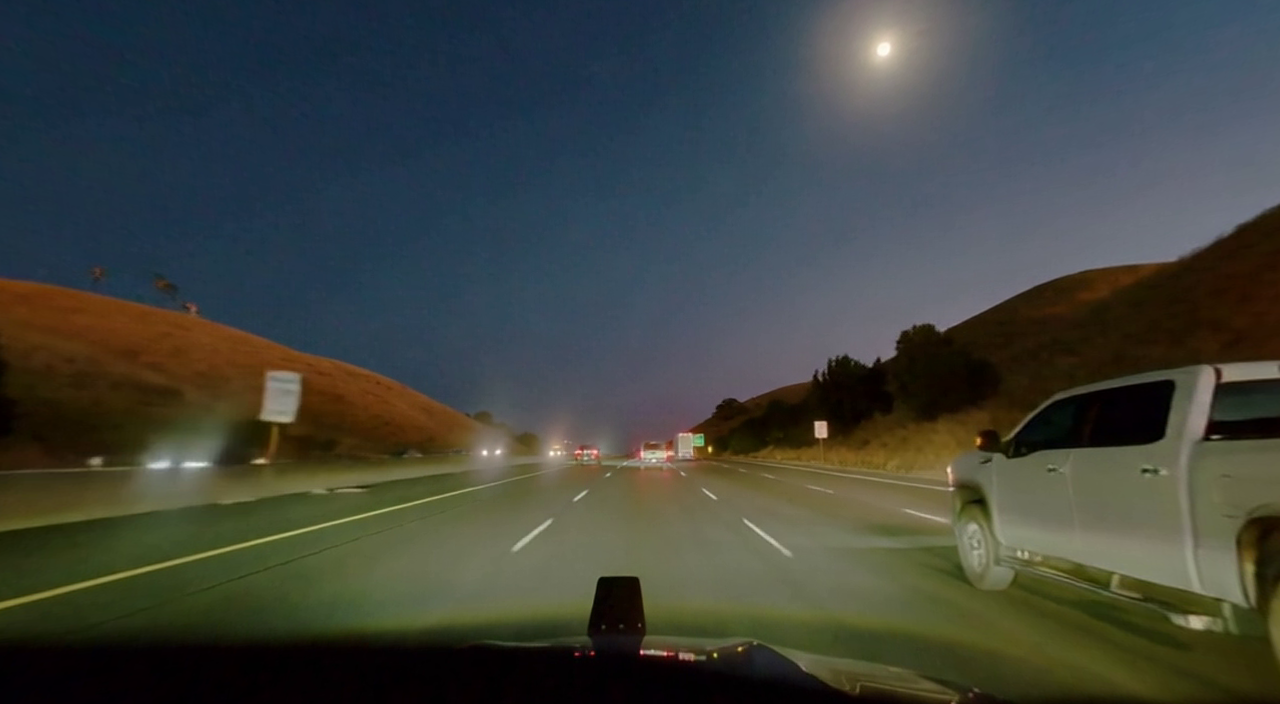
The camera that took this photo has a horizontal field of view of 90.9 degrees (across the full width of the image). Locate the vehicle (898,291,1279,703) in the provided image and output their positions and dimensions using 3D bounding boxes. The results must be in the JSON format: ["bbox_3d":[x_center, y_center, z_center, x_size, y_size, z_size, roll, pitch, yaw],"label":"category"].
[{"bbox_3d":[4.239,0.896,4.017,2.700,1.980,5.866,0,-8,0],"label":"vehicle"}]

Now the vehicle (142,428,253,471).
[{"bbox_3d":[-16.171,3.647,23.238,1.641,1.382,3.344,-2,-11,0],"label":"vehicle"}]

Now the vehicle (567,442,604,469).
[{"bbox_3d":[-3.598,6.952,42.588,2.076,1.690,4.113,0,-8,1],"label":"vehicle"}]

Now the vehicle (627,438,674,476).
[{"bbox_3d":[0.471,5.041,30.494,2.086,1.685,4.206,0,-8,0],"label":"vehicle"}]
